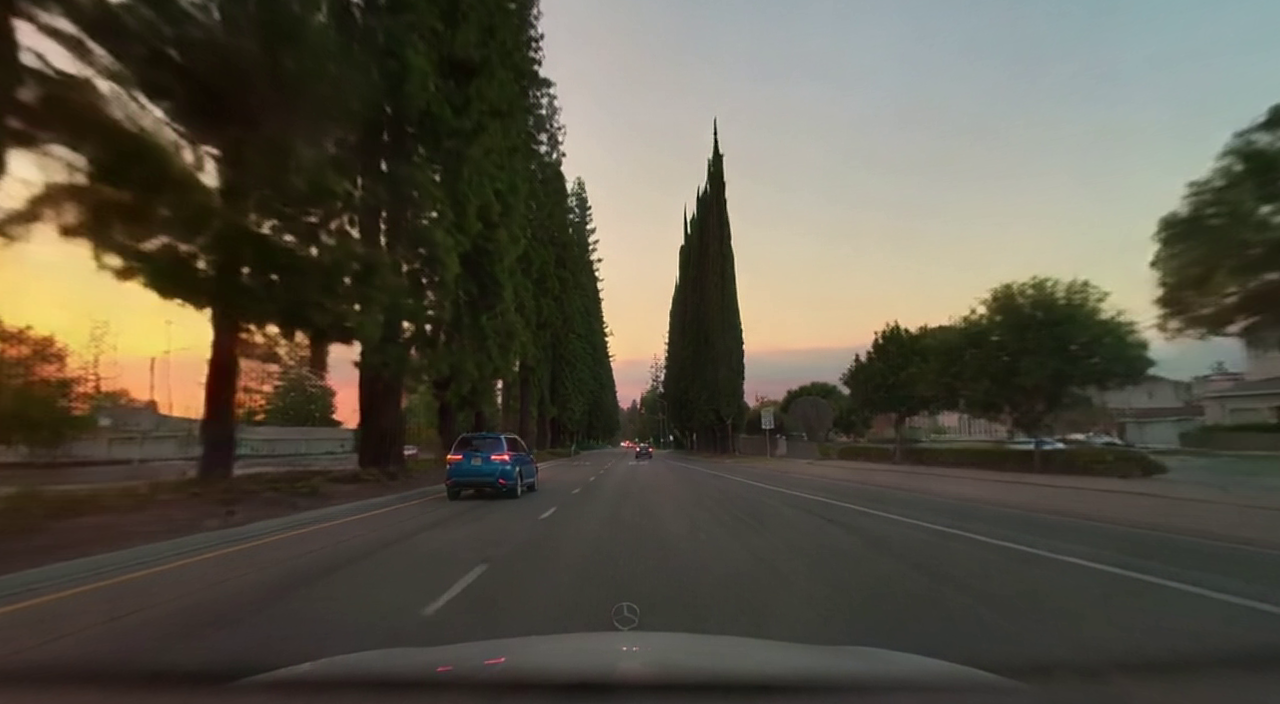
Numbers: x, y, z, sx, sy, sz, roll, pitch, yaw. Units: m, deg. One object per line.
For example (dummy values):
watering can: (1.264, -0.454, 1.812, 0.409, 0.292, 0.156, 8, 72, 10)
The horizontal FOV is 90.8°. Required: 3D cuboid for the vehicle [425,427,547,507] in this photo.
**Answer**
vehicle: (-3.758, 2.884, 16.281, 2.078, 1.748, 4.279, 0, -8, 0)
